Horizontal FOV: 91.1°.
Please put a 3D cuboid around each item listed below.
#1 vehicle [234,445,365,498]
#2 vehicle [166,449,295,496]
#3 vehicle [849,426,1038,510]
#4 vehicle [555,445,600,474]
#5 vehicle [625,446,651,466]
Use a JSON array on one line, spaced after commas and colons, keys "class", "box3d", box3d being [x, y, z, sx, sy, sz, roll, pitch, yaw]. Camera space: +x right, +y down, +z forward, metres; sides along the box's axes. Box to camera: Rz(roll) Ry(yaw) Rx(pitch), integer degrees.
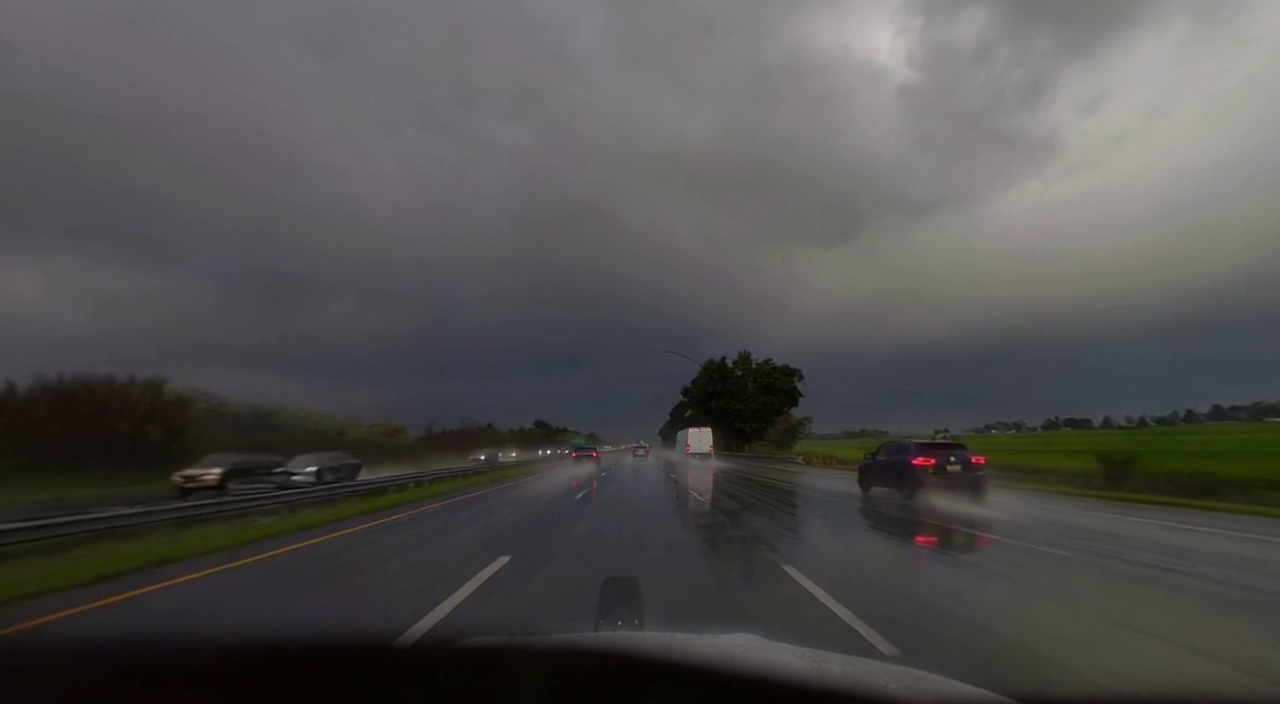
[{"class": "vehicle", "box3d": [-10.870, 3.808, 20.493, 1.886, 1.522, 4.284, 0, -9, 0]}, {"class": "vehicle", "box3d": [-14.428, 4.234, 22.471, 1.901, 1.479, 4.043, 0, -9, -1]}, {"class": "vehicle", "box3d": [6.840, 2.679, 14.948, 2.069, 1.625, 4.832, 0, -9, 0]}, {"class": "vehicle", "box3d": [-3.530, 6.180, 36.226, 2.160, 1.530, 4.500, 0, -9, 0]}, {"class": "vehicle", "box3d": [-0.172, 8.192, 49.561, 1.922, 1.497, 3.949, 0, -9, 0]}]
